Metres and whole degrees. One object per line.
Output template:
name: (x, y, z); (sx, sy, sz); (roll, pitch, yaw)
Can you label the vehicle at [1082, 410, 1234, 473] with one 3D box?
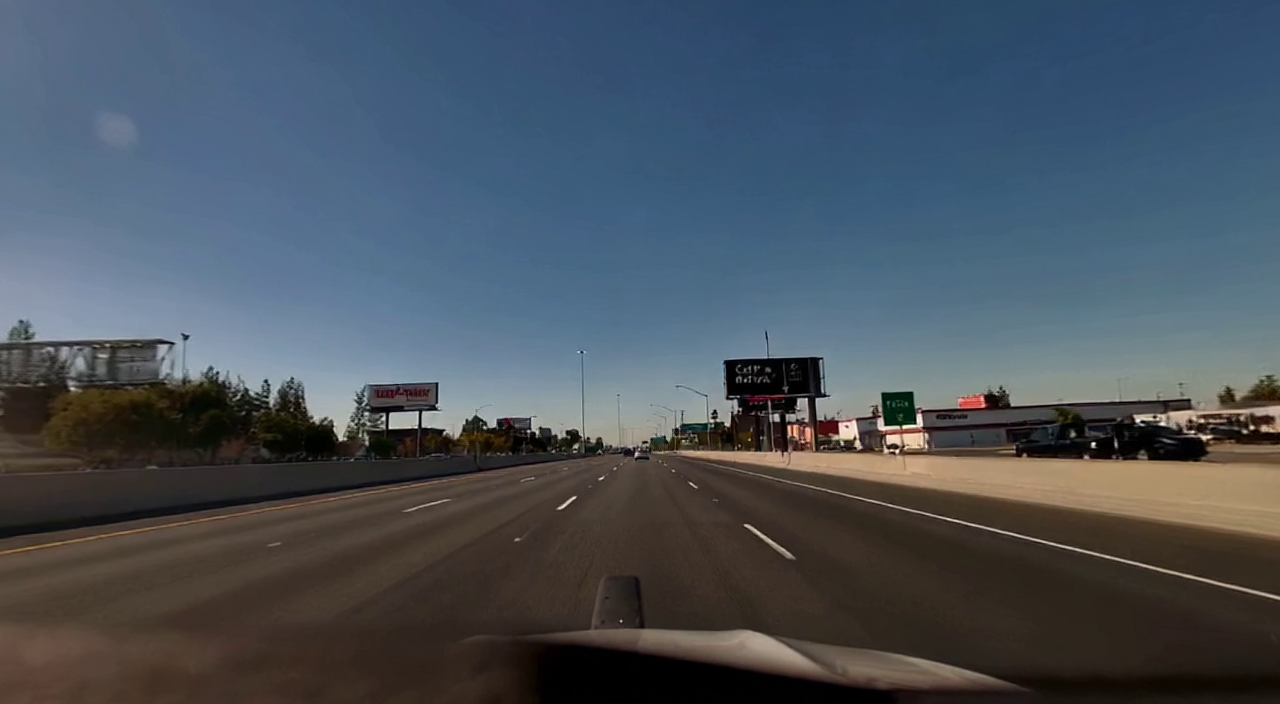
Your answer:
vehicle: (37.918, 6.695, 46.721); (2.959, 4.000, 8.873); (-4, -9, -3)
